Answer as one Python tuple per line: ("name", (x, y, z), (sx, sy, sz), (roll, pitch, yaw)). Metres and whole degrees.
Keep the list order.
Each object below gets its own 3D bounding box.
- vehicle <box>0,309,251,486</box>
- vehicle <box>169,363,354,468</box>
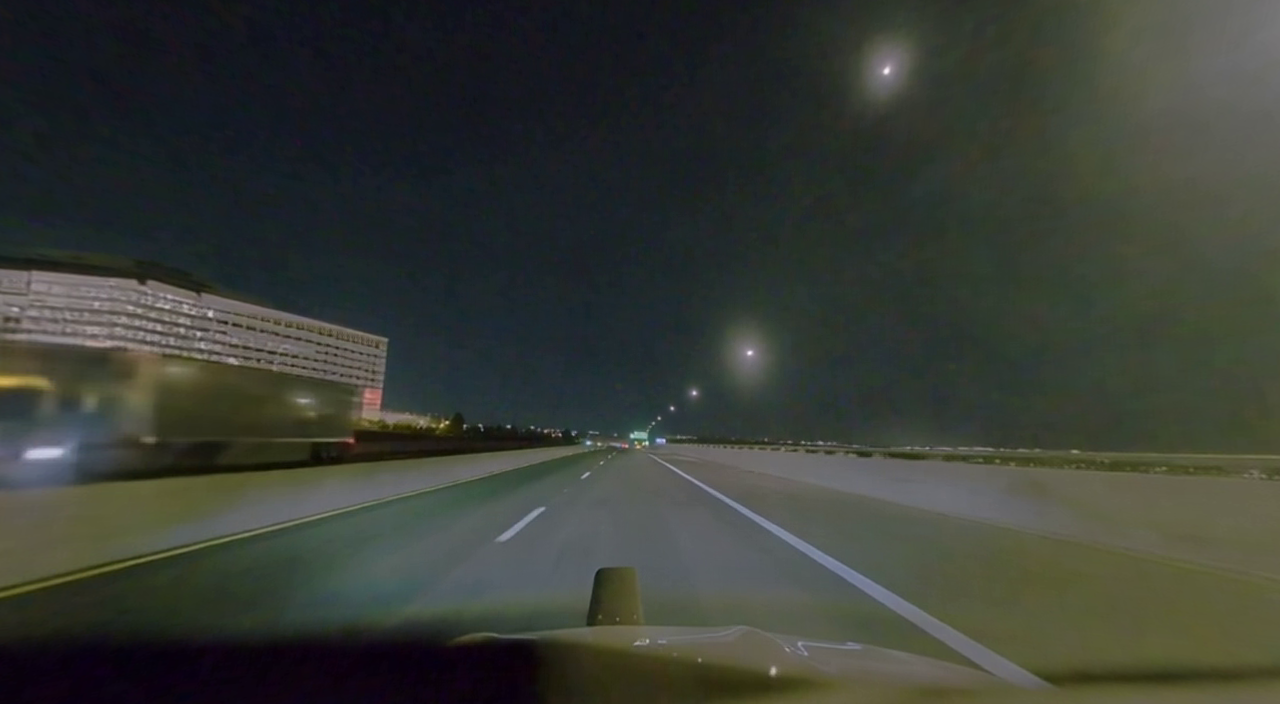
("vehicle", (-15.733, 1.564, 17.800), (2.898, 3.893, 10.289), (0, -8, -1))
("vehicle", (-15.820, 2.907, 27.343), (2.815, 3.888, 8.167), (0, -8, 0))
